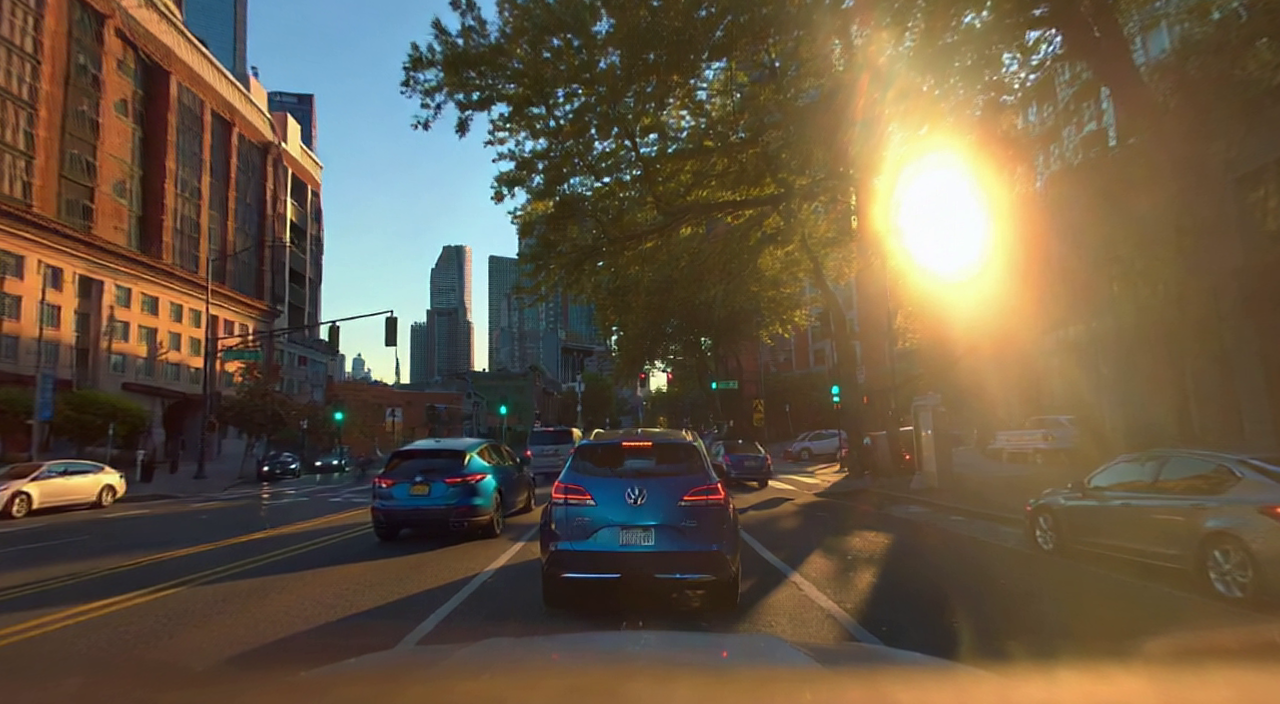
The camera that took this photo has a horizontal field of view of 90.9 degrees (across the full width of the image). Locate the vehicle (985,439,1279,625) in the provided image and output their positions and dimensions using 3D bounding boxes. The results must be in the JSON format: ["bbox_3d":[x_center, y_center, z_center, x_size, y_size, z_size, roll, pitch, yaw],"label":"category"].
[{"bbox_3d":[5.985,1.702,6.864,1.873,1.453,4.579,0,-9,0],"label":"vehicle"}]

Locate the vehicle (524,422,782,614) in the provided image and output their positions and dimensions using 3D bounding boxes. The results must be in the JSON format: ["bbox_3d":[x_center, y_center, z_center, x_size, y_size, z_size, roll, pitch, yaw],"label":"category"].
[{"bbox_3d":[0.093,1.580,6.806,2.022,1.481,3.564,0,-9,0],"label":"vehicle"}]

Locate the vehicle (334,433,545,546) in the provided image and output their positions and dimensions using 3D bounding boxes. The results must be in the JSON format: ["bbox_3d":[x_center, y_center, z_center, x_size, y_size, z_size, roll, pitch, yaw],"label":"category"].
[{"bbox_3d":[-3.009,2.162,10.567,2.131,1.486,4.089,0,-9,1],"label":"vehicle"}]

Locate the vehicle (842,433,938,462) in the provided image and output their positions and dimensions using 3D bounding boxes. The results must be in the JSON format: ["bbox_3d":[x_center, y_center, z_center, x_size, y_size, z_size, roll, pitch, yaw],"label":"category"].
[{"bbox_3d":[16.398,6.271,41.501,5.345,1.811,2.175,0,-9,-1],"label":"vehicle"}]

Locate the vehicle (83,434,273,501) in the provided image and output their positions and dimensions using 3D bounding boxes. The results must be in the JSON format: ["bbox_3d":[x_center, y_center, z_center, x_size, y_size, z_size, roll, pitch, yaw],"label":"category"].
[{"bbox_3d":[-16.153,4.058,22.662,2.195,2.053,5.980,0,-9,1],"label":"vehicle"}]

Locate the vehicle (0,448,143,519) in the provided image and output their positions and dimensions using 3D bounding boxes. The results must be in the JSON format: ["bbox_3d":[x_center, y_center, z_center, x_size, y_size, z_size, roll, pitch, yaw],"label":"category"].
[{"bbox_3d":[-16.230,3.445,17.006,1.914,1.690,4.461,0,-9,1],"label":"vehicle"}]
